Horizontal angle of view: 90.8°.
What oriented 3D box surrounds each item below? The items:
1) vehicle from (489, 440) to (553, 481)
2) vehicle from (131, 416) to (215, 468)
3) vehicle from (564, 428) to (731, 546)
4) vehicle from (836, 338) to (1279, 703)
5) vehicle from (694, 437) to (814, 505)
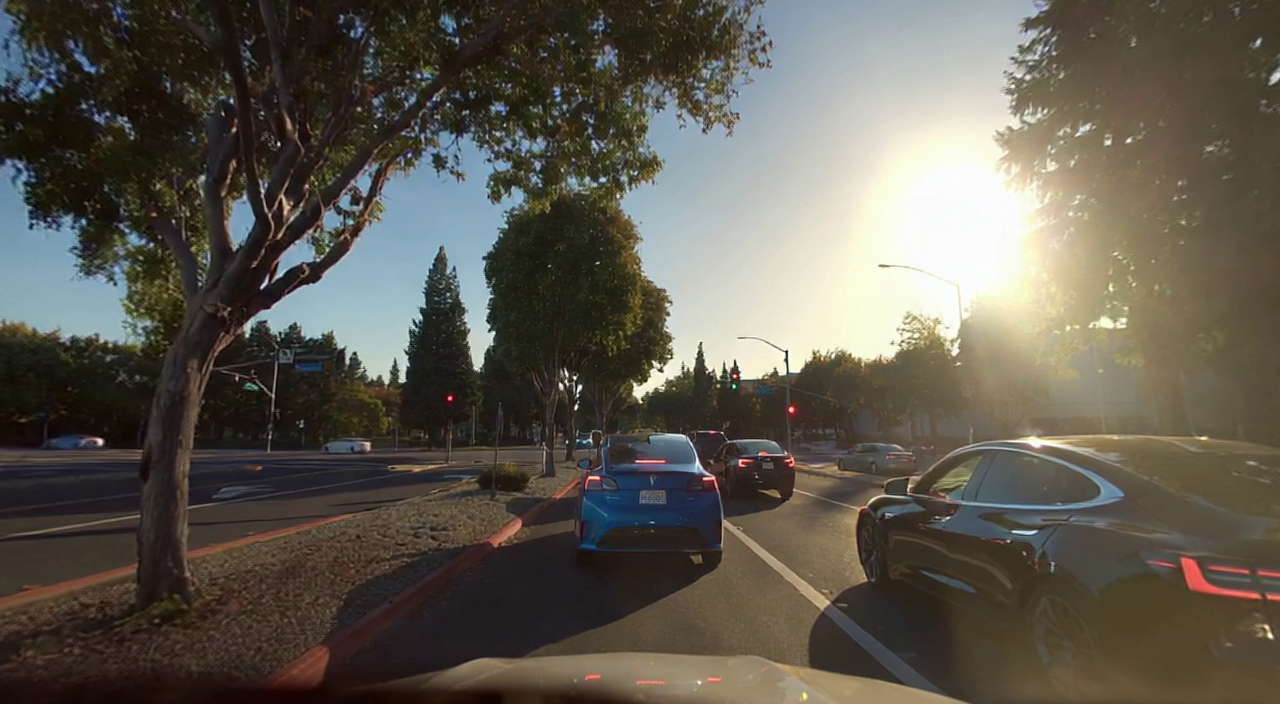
[{"bbox_3d":[-4.642,4.284,25.263,1.972,1.457,4.171,0,-8,-4],"label":"vehicle"},{"bbox_3d":[-29.255,5.640,39.709,2.608,2.990,3.026,2,-8,1],"label":"vehicle"},{"bbox_3d":[0.030,2.061,10.327,2.147,1.499,4.240,0,-8,-2],"label":"vehicle"},{"bbox_3d":[3.182,1.106,4.304,2.167,1.676,4.443,0,-8,-1],"label":"vehicle"},{"bbox_3d":[2.690,2.932,16.032,2.058,1.466,4.208,0,-8,-3],"label":"vehicle"}]
